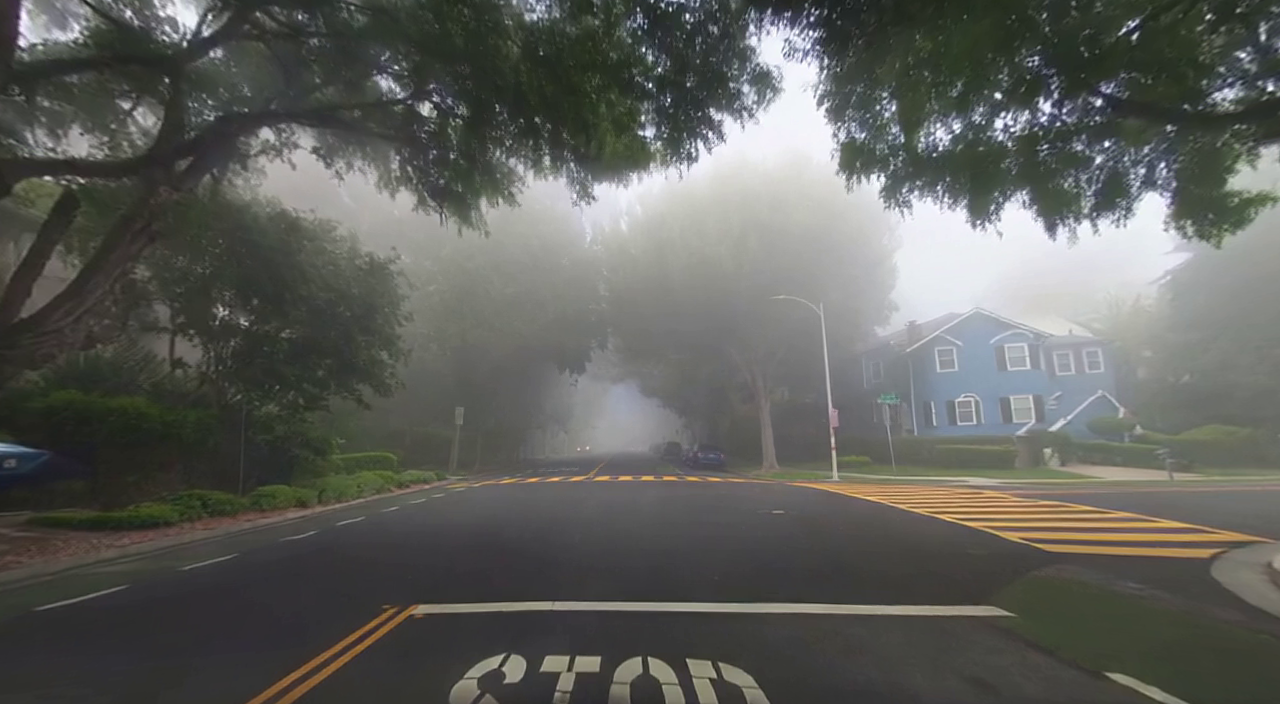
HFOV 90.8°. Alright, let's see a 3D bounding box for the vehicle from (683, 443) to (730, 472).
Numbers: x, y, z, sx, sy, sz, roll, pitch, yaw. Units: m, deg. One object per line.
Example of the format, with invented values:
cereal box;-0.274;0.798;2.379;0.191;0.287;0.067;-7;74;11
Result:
vehicle;3.562;5.770;34.639;1.961;1.472;4.434;0;-9;-2
